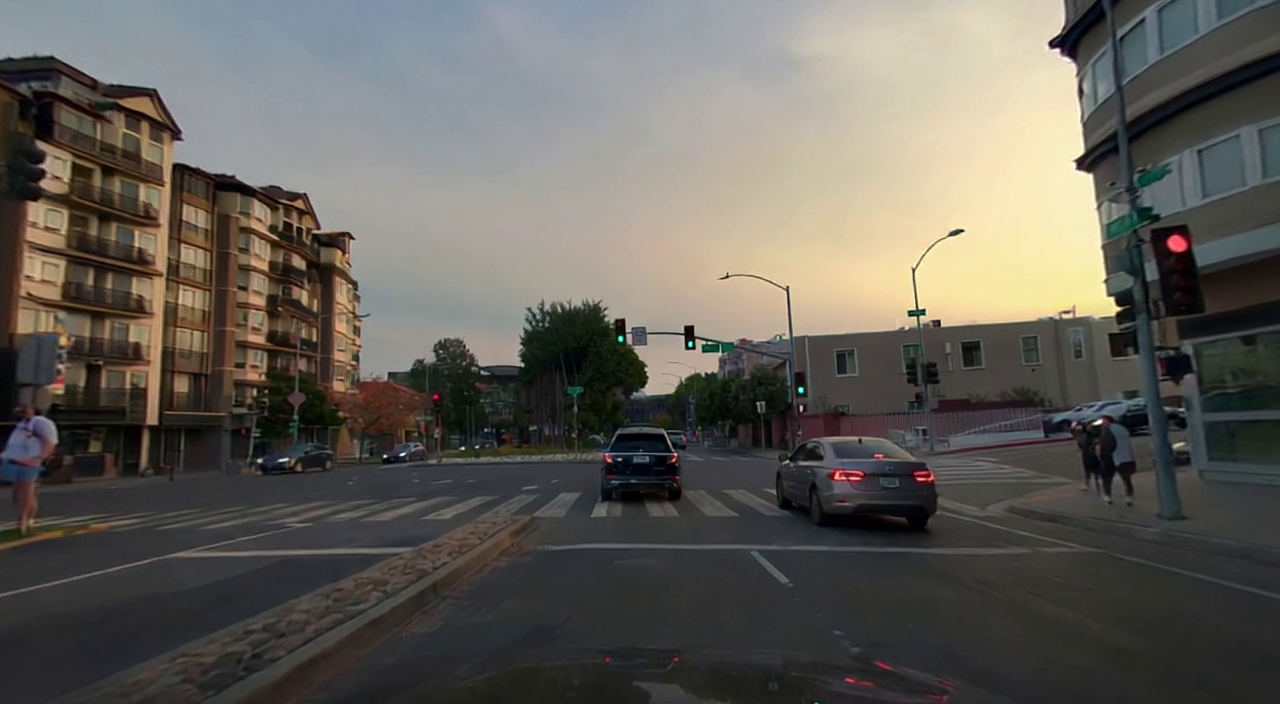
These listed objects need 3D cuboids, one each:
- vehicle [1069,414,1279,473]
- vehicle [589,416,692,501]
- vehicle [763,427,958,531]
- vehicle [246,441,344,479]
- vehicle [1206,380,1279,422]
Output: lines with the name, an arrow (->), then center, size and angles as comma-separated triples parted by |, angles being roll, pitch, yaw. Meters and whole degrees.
vehicle -> 14.231, 2.419, 16.715 | 4.354, 1.466, 1.863 | 0, -9, 1
vehicle -> 0.071, 2.570, 15.475 | 2.168, 1.776, 4.135 | 0, -9, 2
vehicle -> 3.745, 2.242, 11.745 | 1.987, 1.538, 4.510 | 0, -9, 0
vehicle -> -16.816, 5.261, 31.150 | 2.132, 1.710, 4.504 | 0, -9, 2
vehicle -> 26.630, 2.064, 26.327 | 4.287, 1.639, 1.729 | 0, -9, 1
